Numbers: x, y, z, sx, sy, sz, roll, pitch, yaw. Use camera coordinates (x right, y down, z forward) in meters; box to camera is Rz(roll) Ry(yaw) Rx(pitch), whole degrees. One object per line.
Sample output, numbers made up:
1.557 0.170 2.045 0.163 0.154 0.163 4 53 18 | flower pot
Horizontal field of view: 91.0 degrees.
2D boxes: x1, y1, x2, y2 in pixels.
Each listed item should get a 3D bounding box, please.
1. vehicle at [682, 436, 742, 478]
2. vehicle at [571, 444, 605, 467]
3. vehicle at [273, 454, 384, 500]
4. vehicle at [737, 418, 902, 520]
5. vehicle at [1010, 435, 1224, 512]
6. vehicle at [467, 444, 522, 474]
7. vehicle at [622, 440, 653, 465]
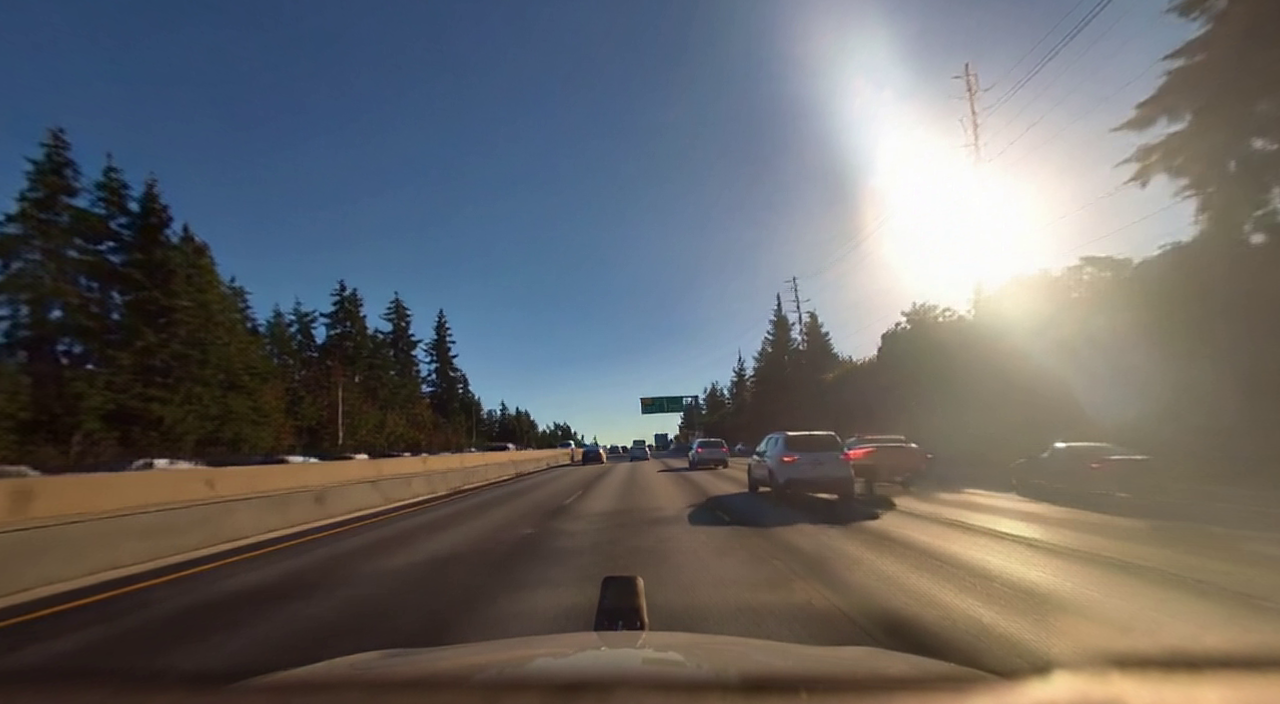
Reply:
3.251 4.865 29.380 2.111 1.755 4.459 0 -8 -2 | vehicle
-3.632 7.328 44.616 2.051 1.510 4.373 0 -8 0 | vehicle
-11.899 4.755 24.432 1.981 1.529 4.499 0 -8 0 | vehicle
3.629 2.481 13.878 2.138 1.826 4.783 0 -8 -1 | vehicle
10.557 2.678 14.363 1.850 1.492 3.767 0 -8 -1 | vehicle
-8.610 6.338 37.650 2.007 1.651 5.177 0 -8 0 | vehicle
-0.202 7.714 48.337 2.314 1.796 4.254 0 -8 -1 | vehicle
